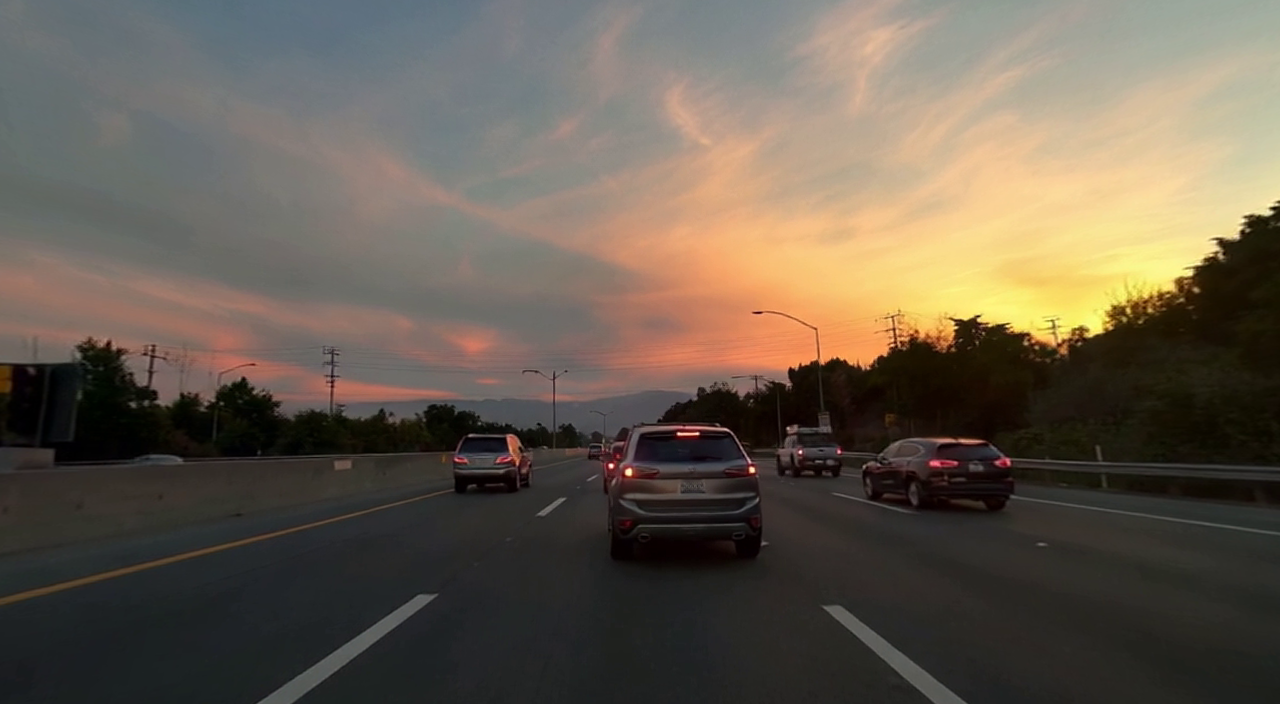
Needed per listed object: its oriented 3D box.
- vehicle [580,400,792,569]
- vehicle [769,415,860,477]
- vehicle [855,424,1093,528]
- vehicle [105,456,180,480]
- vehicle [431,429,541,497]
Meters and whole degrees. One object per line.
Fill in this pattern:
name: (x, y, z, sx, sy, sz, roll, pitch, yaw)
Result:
vehicle: (0.341, 1.691, 8.656, 2.230, 1.740, 3.976, 1, -9, -4)
vehicle: (7.705, 4.292, 28.596, 2.390, 2.503, 5.788, 0, -9, 0)
vehicle: (6.131, 2.329, 12.352, 1.972, 1.647, 4.429, 1, -9, -4)
vehicle: (-36.217, 8.450, 45.990, 1.898, 1.623, 4.263, 0, -9, 1)
vehicle: (-4.400, 3.259, 18.827, 2.047, 1.755, 4.638, 0, -9, 1)
